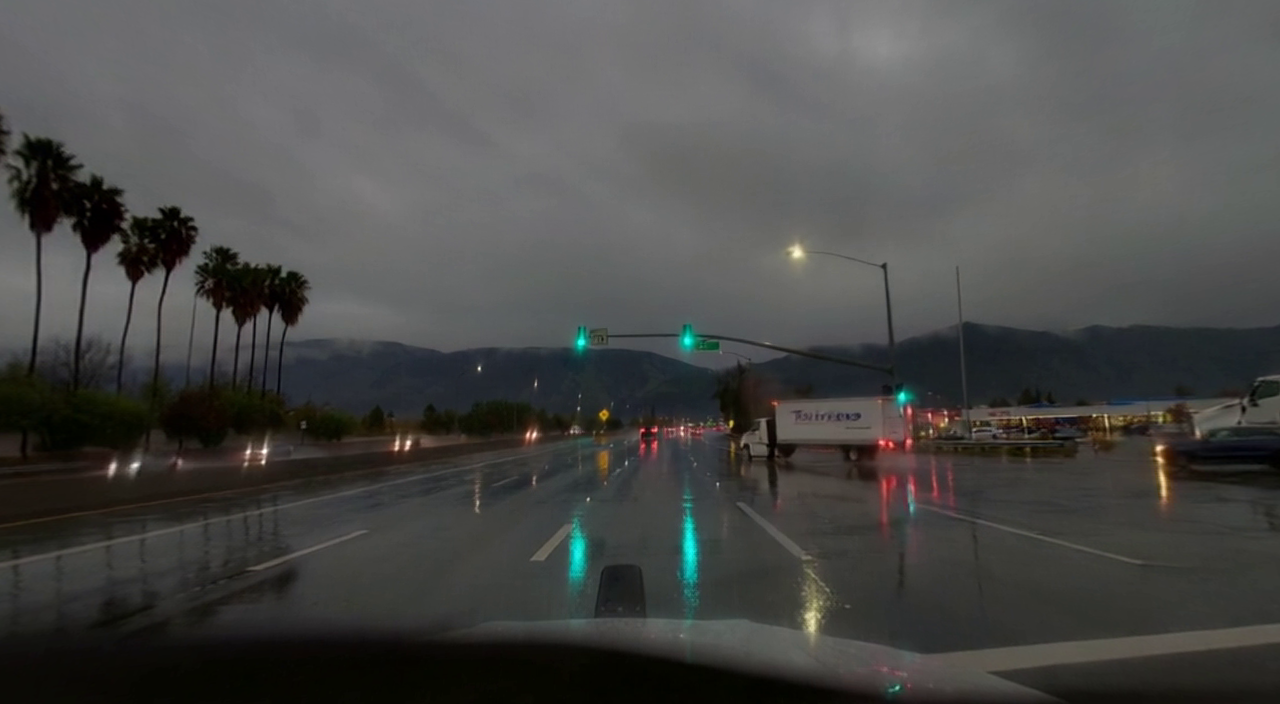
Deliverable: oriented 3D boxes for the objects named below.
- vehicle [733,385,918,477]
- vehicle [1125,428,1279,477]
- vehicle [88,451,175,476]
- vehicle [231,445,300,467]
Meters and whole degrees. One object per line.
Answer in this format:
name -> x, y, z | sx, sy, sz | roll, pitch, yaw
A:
vehicle -> 7.746, 3.505, 27.281 | 3.237, 3.414, 7.088 | 6, -10, -35
vehicle -> 19.103, 3.289, 20.598 | 4.508, 1.493, 1.907 | -2, -9, 14
vehicle -> -35.473, 7.747, 43.934 | 1.902, 1.558, 4.384 | -2, -9, 13
vehicle -> -26.194, 7.254, 44.093 | 1.868, 1.469, 4.746 | 0, -9, 1
